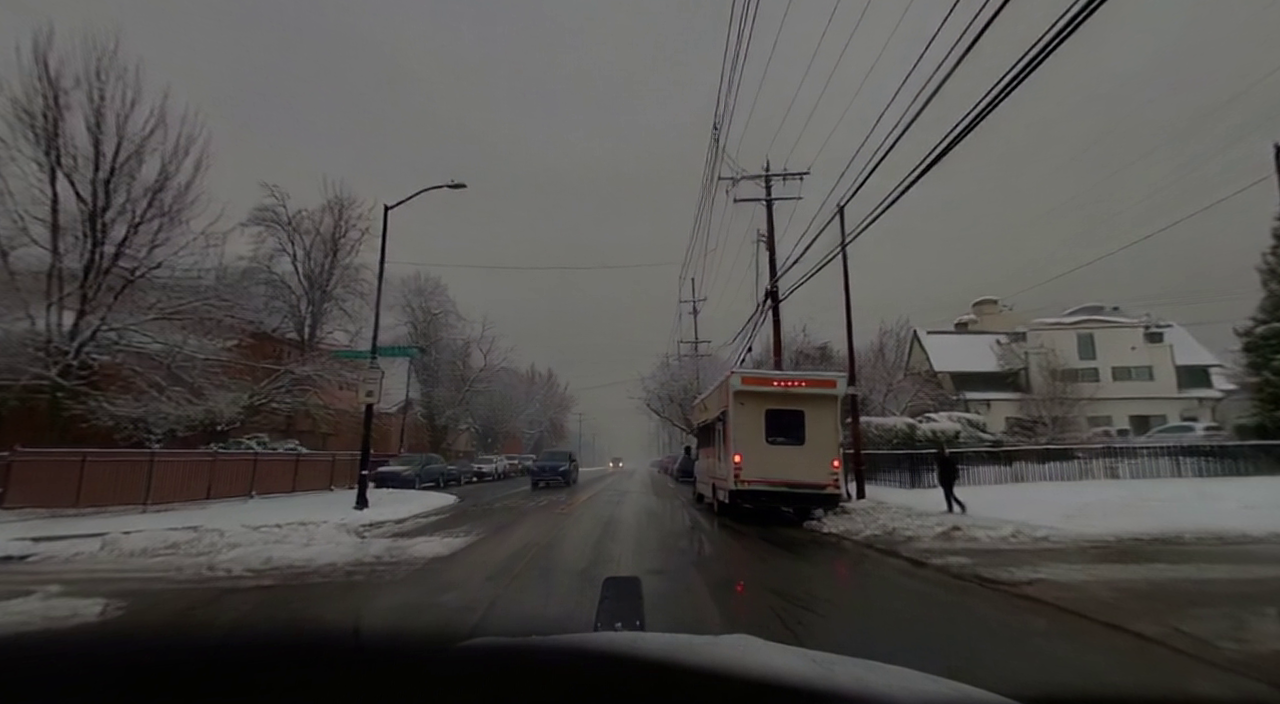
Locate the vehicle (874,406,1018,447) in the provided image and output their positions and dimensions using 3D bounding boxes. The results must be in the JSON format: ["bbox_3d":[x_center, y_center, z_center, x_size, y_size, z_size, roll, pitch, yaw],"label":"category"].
[{"bbox_3d":[11.227,2.783,23.389,4.396,1.459,1.749,0,-8,-2],"label":"vehicle"}]

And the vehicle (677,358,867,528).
[{"bbox_3d":[2.822,2.346,16.396,2.886,3.321,7.809,0,-8,-3],"label":"vehicle"}]

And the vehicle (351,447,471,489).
[{"bbox_3d":[-10.783,5.471,30.028,5.093,1.855,2.338,3,-10,-20],"label":"vehicle"}]

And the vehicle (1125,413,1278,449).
[{"bbox_3d":[23.426,3.313,26.474,4.641,1.441,1.745,0,-8,1],"label":"vehicle"}]

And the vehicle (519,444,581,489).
[{"bbox_3d":[-3.641,4.678,26.198,1.952,1.708,4.096,0,-8,0],"label":"vehicle"}]
